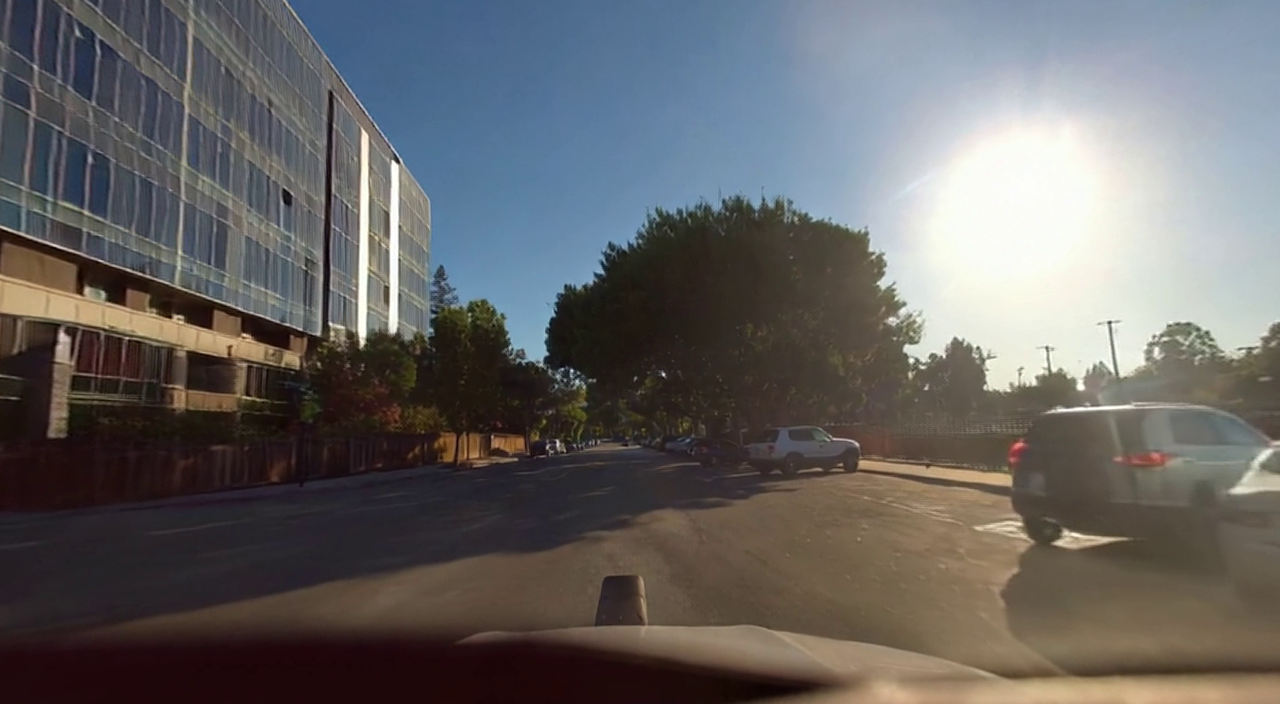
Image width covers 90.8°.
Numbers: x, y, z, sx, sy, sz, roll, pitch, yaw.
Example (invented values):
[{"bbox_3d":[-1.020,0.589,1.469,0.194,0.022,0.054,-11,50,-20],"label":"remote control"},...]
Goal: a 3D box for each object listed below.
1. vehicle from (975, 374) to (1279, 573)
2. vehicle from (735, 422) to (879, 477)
[{"bbox_3d":[6.855,1.505,8.463,4.892,1.927,2.065,6,-10,-35],"label":"vehicle"},{"bbox_3d":[6.439,3.686,24.294,5.061,1.829,2.274,2,-9,-29],"label":"vehicle"}]
